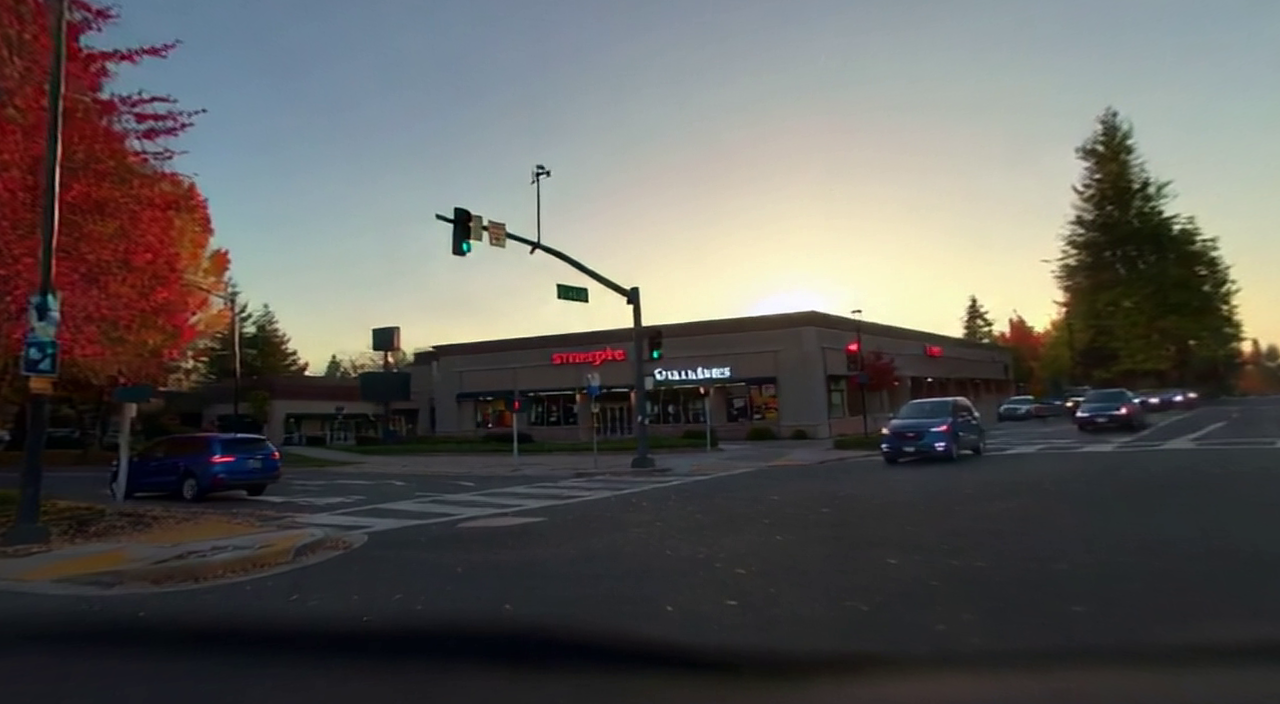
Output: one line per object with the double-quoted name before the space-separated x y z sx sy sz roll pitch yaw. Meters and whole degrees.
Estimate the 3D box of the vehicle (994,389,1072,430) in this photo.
"vehicle" 19.330 2.878 30.906 2.247 1.808 4.945 -7 -10 42

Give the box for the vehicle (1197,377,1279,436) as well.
"vehicle" 19.757 1.861 20.749 1.991 1.688 4.793 -7 -10 41

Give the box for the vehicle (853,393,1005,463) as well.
"vehicle" 9.701 2.420 20.868 5.787 1.834 2.524 2 -7 -44

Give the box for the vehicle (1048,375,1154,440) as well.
"vehicle" 16.208 2.020 22.046 2.331 1.971 4.946 -7 -10 41

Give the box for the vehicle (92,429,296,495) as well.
"vehicle" -13.505 3.310 19.215 5.110 1.814 2.146 -3 -7 14
